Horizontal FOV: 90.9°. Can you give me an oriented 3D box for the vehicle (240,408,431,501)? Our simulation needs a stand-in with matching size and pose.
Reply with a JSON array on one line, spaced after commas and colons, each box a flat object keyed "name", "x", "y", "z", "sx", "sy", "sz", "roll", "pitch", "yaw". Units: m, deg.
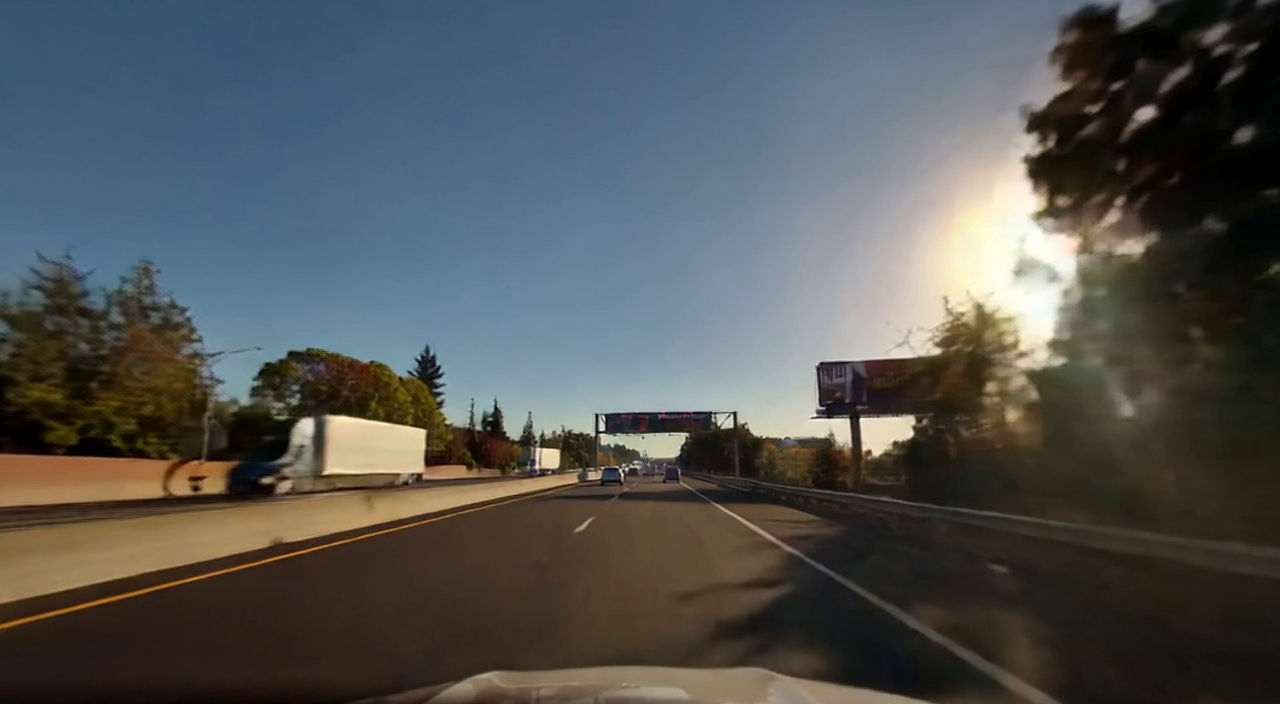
[{"name": "vehicle", "x": -15.651, "y": 5.773, "z": 34.626, "sx": 2.881, "sy": 4.002, "sz": 14.159, "roll": 1, "pitch": -11, "yaw": 2}]

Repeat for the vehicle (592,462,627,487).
[{"name": "vehicle", "x": -2.152, "y": 8.939, "z": 46.047, "sx": 2.160, "sy": 1.721, "sz": 4.368, "roll": 0, "pitch": -11, "yaw": 3}]
